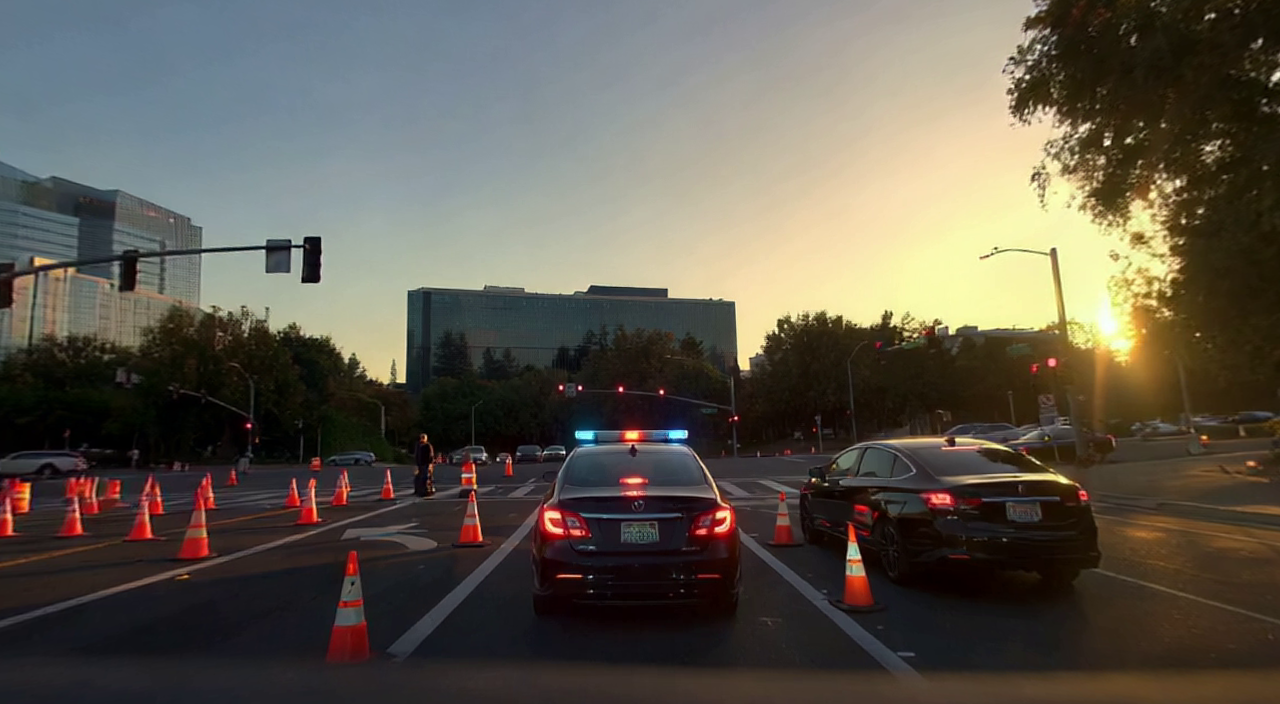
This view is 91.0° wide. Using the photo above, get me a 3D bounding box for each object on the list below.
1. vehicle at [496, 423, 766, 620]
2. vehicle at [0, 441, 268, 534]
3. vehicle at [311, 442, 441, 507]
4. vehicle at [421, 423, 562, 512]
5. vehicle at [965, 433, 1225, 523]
[{"bbox_3d":[-0.124,1.627,7.068,2.061,1.486,4.332,0,-8,-2],"label":"vehicle"},{"bbox_3d":[-9.807,2.572,12.656,1.858,1.494,4.578,0,-8,0],"label":"vehicle"},{"bbox_3d":[-6.556,3.043,16.056,1.825,1.460,3.365,0,-9,0],"label":"vehicle"},{"bbox_3d":[-3.323,2.701,15.212,2.096,1.789,4.719,0,-8,2],"label":"vehicle"},{"bbox_3d":[9.334,2.587,13.589,1.957,1.576,4.670,0,-9,-3],"label":"vehicle"}]
